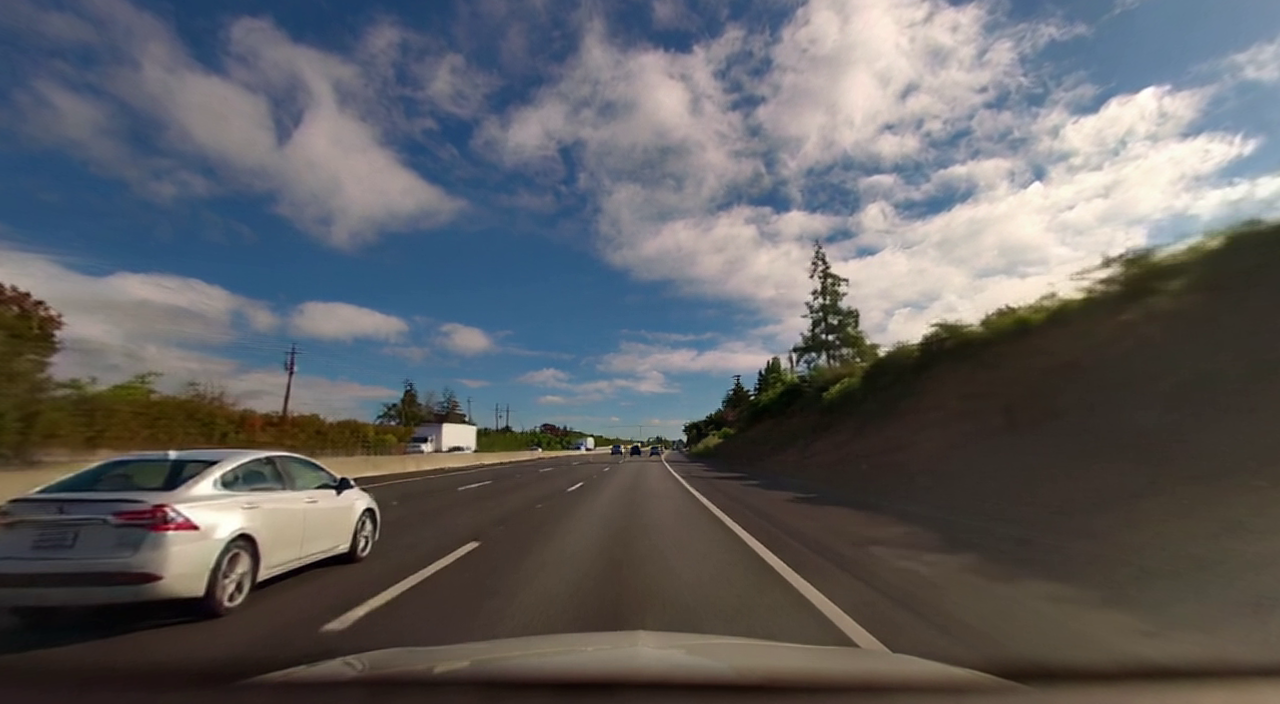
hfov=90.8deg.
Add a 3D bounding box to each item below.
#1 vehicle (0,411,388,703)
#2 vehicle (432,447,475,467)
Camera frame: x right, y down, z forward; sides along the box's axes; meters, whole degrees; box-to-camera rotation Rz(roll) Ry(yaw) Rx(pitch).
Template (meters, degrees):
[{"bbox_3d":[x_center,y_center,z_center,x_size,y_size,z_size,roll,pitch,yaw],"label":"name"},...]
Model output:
[{"bbox_3d":[-3.721,1.332,5.023,1.991,1.507,3.391,0,-9,0],"label":"vehicle"},{"bbox_3d":[-14.653,8.291,49.875,1.920,1.485,4.442,0,-9,2],"label":"vehicle"}]
